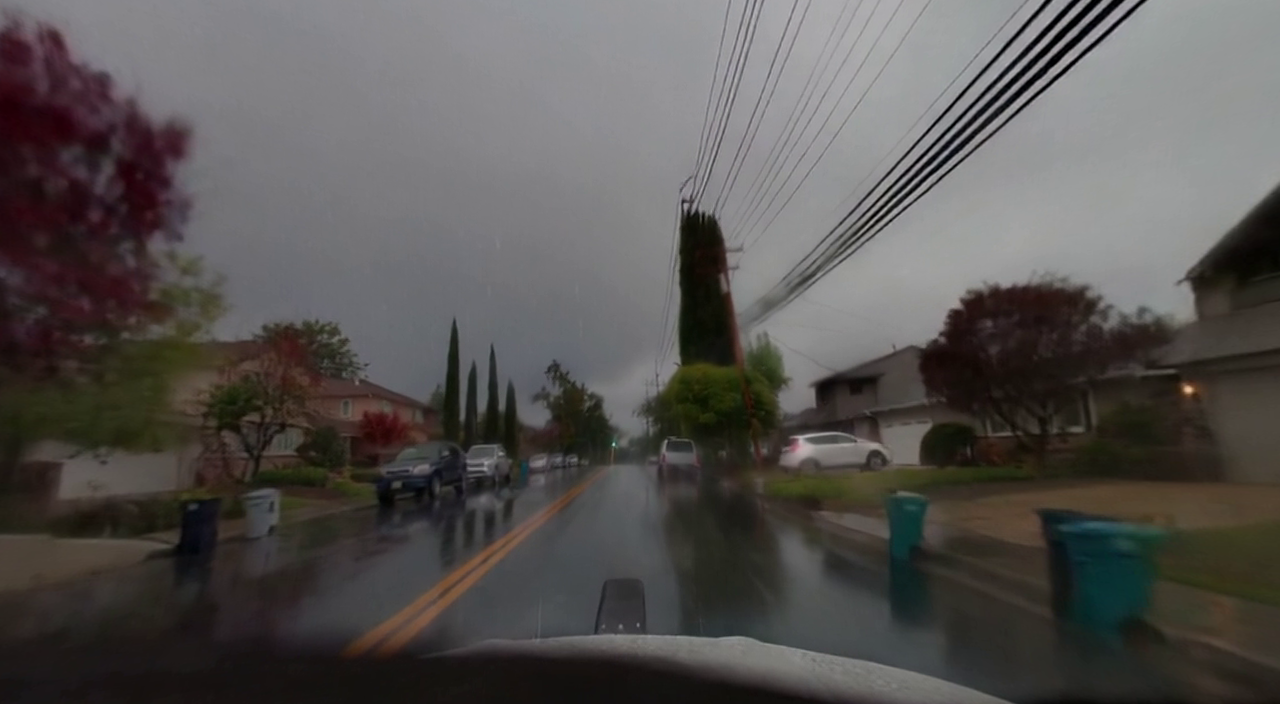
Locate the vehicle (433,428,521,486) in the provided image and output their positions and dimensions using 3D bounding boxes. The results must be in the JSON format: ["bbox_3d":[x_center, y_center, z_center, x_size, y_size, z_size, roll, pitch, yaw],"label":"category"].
[{"bbox_3d":[-7.047,4.798,28.136,2.269,2.229,6.042,-2,-12,0],"label":"vehicle"}]

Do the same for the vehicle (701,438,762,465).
[{"bbox_3d":[7.170,7.883,49.943,4.421,1.836,1.956,-2,-13,-1],"label":"vehicle"}]

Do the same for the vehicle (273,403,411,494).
[{"bbox_3d":[-12.094,4.018,26.606,2.781,3.221,7.995,1,-9,-7],"label":"vehicle"}]

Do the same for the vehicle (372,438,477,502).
[{"bbox_3d":[-7.008,3.983,21.126,2.046,1.777,4.473,-3,-12,-2],"label":"vehicle"}]

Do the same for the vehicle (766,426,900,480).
[{"bbox_3d":[7.526,4.020,24.963,4.489,1.812,2.056,-1,-13,-5],"label":"vehicle"}]

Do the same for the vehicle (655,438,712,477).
[{"bbox_3d":[2.254,5.686,34.379,2.203,1.952,5.111,1,-9,-6],"label":"vehicle"}]
